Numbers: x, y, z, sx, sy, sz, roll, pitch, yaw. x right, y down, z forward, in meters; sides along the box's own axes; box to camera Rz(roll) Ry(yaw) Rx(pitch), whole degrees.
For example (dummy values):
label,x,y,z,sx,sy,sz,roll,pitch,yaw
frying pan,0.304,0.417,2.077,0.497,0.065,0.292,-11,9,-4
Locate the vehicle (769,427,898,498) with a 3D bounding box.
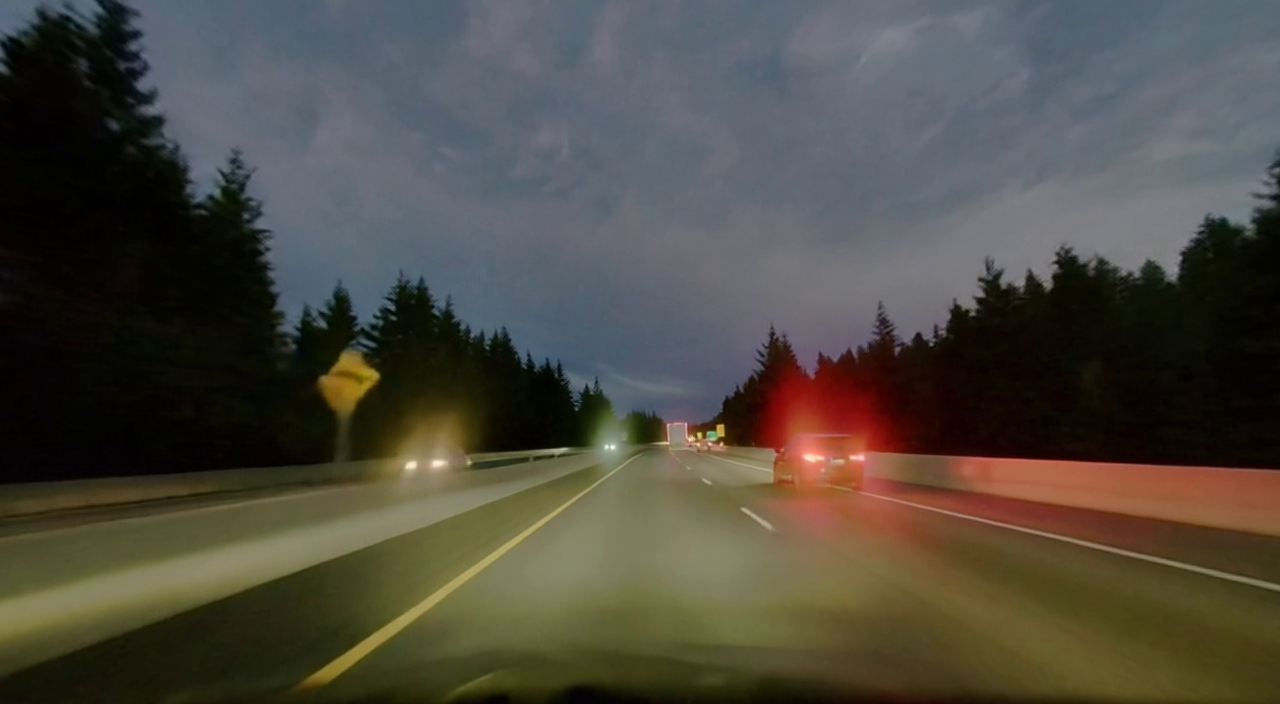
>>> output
label,x,y,z,sx,sy,sz,roll,pitch,yaw
vehicle,4.744,2.761,16.123,1.954,1.550,4.140,0,-8,0
